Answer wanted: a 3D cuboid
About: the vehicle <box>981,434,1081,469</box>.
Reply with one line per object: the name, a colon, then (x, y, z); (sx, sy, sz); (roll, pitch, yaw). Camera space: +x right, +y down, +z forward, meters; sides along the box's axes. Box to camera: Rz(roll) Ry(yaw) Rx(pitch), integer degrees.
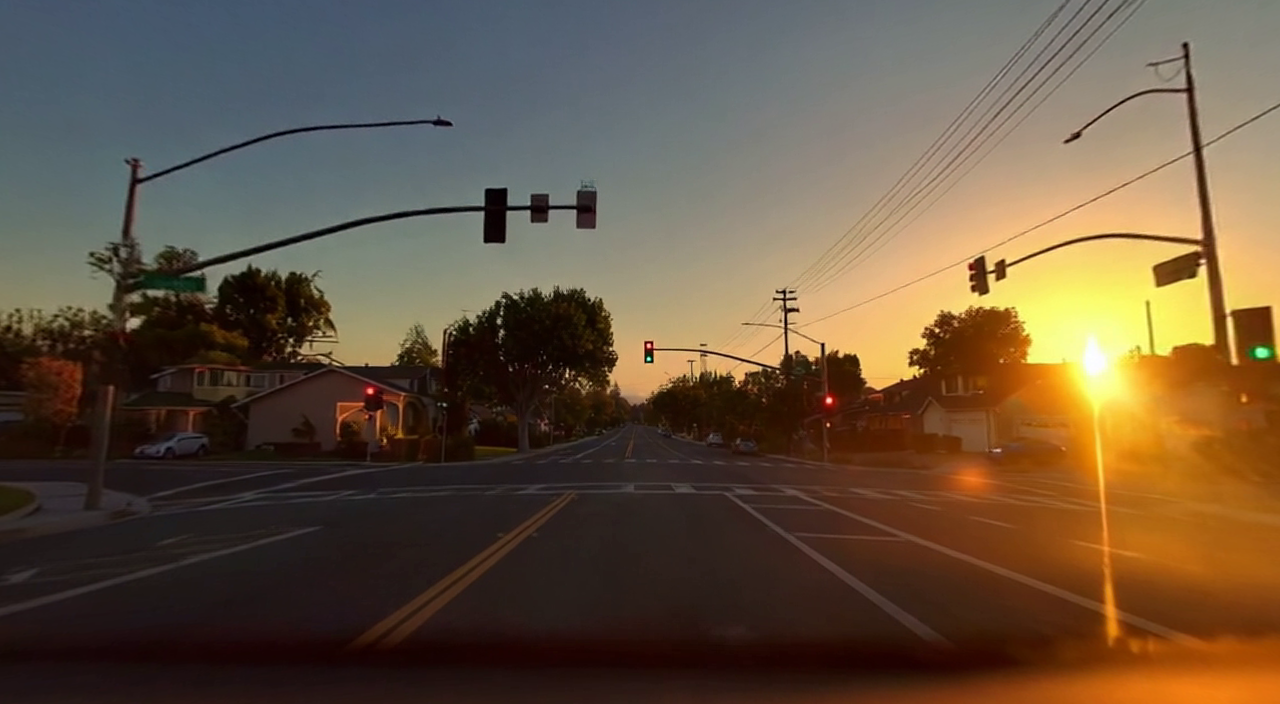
vehicle: (22.917, 5.833, 37.207); (2.030, 1.927, 4.853); (2, -9, -14)
